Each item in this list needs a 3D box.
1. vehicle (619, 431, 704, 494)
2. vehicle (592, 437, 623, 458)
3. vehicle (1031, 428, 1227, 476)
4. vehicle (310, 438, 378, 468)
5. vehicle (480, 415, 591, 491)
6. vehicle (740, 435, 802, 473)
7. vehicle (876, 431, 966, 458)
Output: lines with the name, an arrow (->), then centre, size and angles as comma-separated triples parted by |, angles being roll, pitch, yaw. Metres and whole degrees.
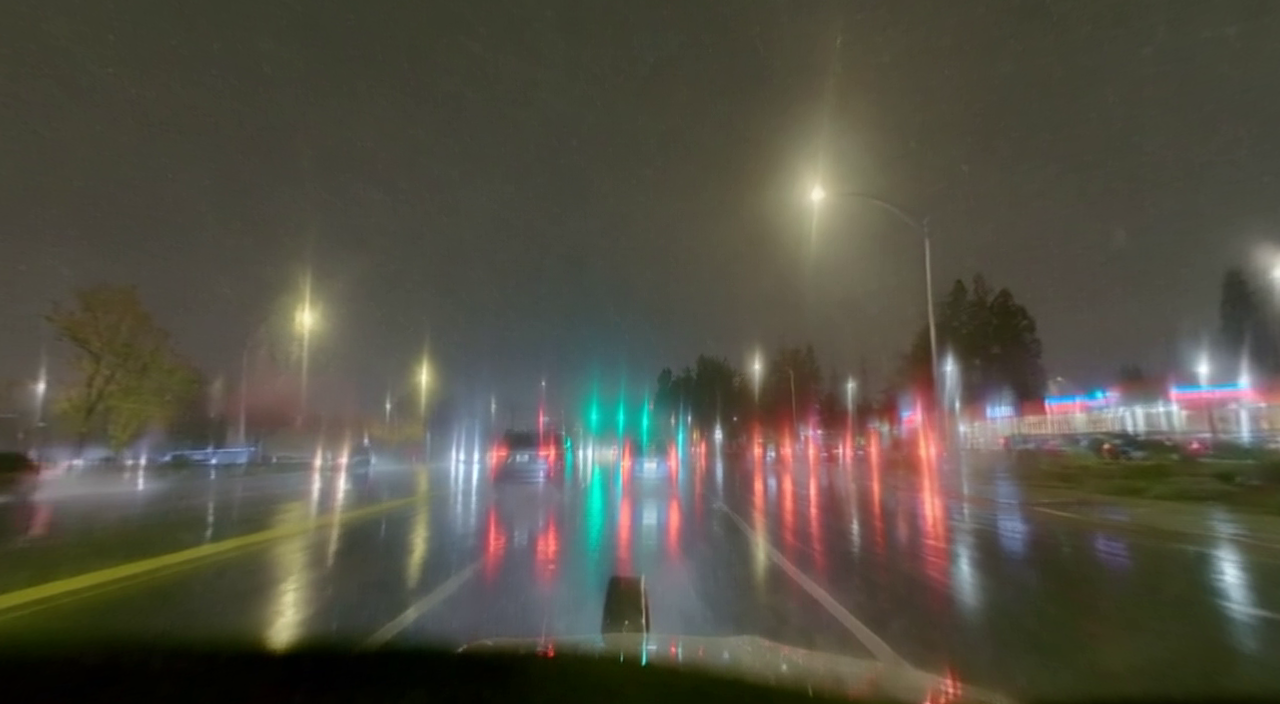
vehicle -> 0.540, 2.985, 17.358 | 2.061, 1.494, 4.079 | 0, -8, 1
vehicle -> -2.373, 7.057, 46.576 | 1.902, 1.522, 3.523 | -1, -8, 3
vehicle -> 15.555, 3.197, 20.250 | 4.756, 1.422, 1.831 | 0, -8, 0
vehicle -> -18.782, 6.408, 40.238 | 2.141, 1.820, 4.690 | 0, -8, -1
vehicle -> -2.906, 2.980, 18.903 | 2.289, 1.935, 5.227 | 0, -8, 2
vehicle -> 5.653, 4.444, 27.719 | 1.900, 1.507, 4.151 | 0, -8, 1
vehicle -> 16.332, 5.382, 36.757 | 4.323, 1.496, 1.937 | 0, -8, 0
